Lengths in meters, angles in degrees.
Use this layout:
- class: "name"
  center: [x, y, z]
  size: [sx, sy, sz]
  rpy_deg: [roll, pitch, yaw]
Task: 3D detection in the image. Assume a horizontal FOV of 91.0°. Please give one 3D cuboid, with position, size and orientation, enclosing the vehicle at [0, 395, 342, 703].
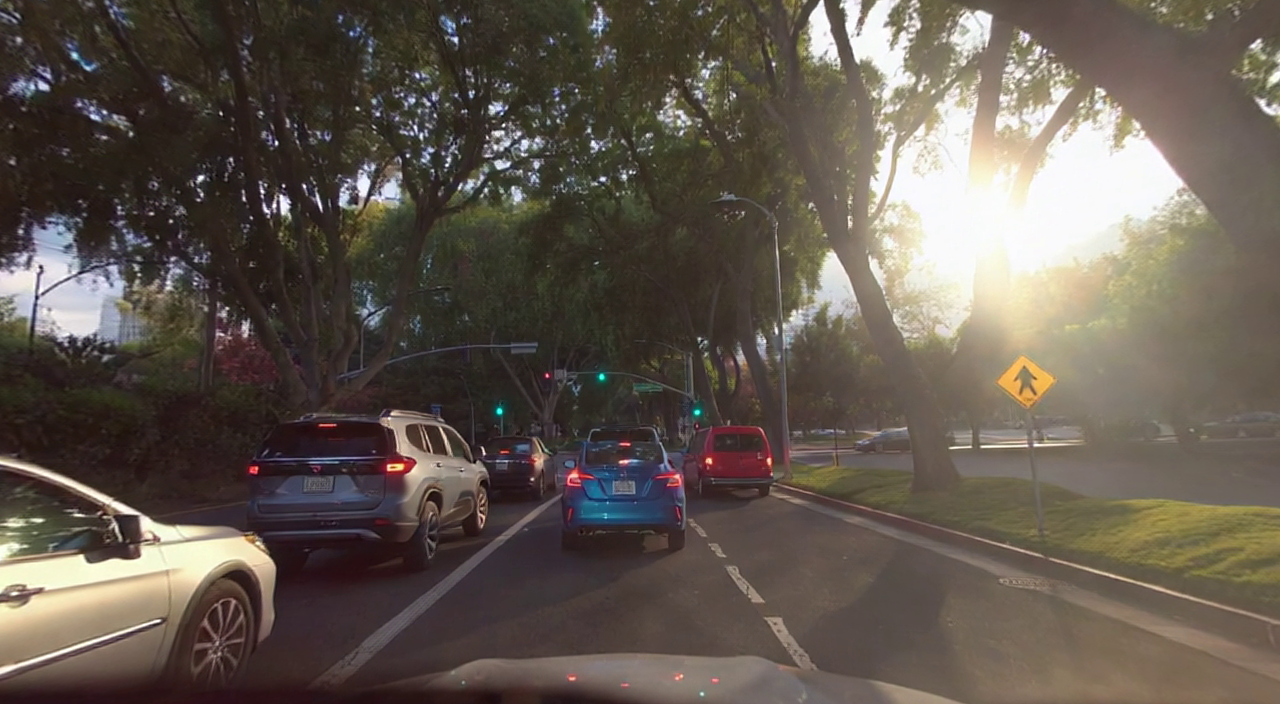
- class: "vehicle"
  center: [-2.923, 0.839, 1.625]
  size: [1.974, 1.484, 4.716]
  rpy_deg: [0, -8, 0]

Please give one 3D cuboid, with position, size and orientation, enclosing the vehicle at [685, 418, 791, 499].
- class: "vehicle"
  center: [2.451, 2.820, 16.943]
  size: [2.059, 1.864, 4.541]
  rpy_deg: [0, -8, -1]

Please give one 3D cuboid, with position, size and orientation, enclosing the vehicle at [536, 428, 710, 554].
- class: "vehicle"
  center: [-0.253, 1.921, 9.355]
  size: [2.025, 1.453, 3.848]
  rpy_deg: [0, -8, -2]

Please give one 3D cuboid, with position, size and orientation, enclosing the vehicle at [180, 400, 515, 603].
- class: "vehicle"
  center: [-2.898, 1.575, 7.458]
  size: [1.964, 1.712, 4.097]
  rpy_deg: [0, -8, 0]

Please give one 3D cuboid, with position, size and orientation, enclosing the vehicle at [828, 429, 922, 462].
- class: "vehicle"
  center: [11.386, 4.559, 30.698]
  size: [3.883, 1.534, 1.779]
  rpy_deg: [0, -8, 2]
